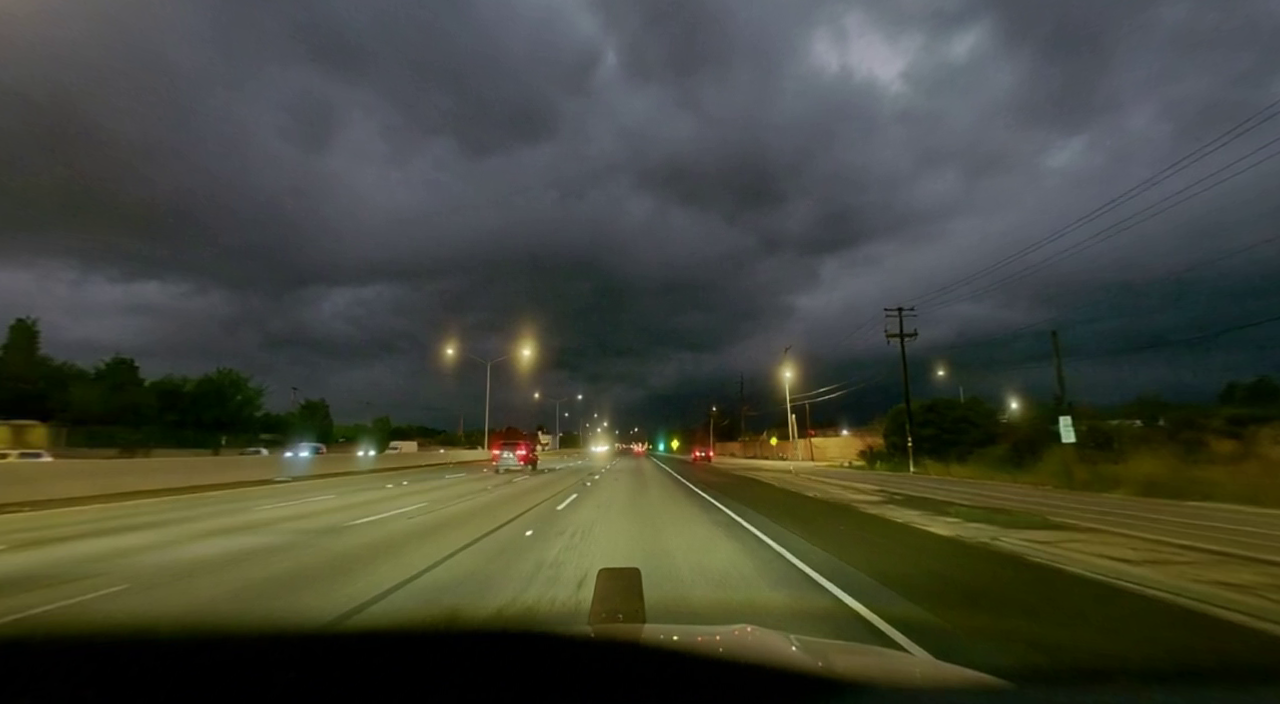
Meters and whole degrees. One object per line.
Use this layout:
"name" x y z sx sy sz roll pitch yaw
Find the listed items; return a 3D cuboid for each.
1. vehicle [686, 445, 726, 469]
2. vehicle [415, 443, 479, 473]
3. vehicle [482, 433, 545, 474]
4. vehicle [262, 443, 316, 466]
"vehicle" 4.484 7.226 43.386 2.251 1.520 4.550 1 -9 -1
"vehicle" -10.317 5.676 34.047 2.042 1.485 4.395 0 -9 0
"vehicle" -6.471 5.268 32.776 2.255 1.934 4.868 1 -9 0
"vehicle" -23.100 6.725 41.579 1.527 1.415 3.464 1 -9 0
